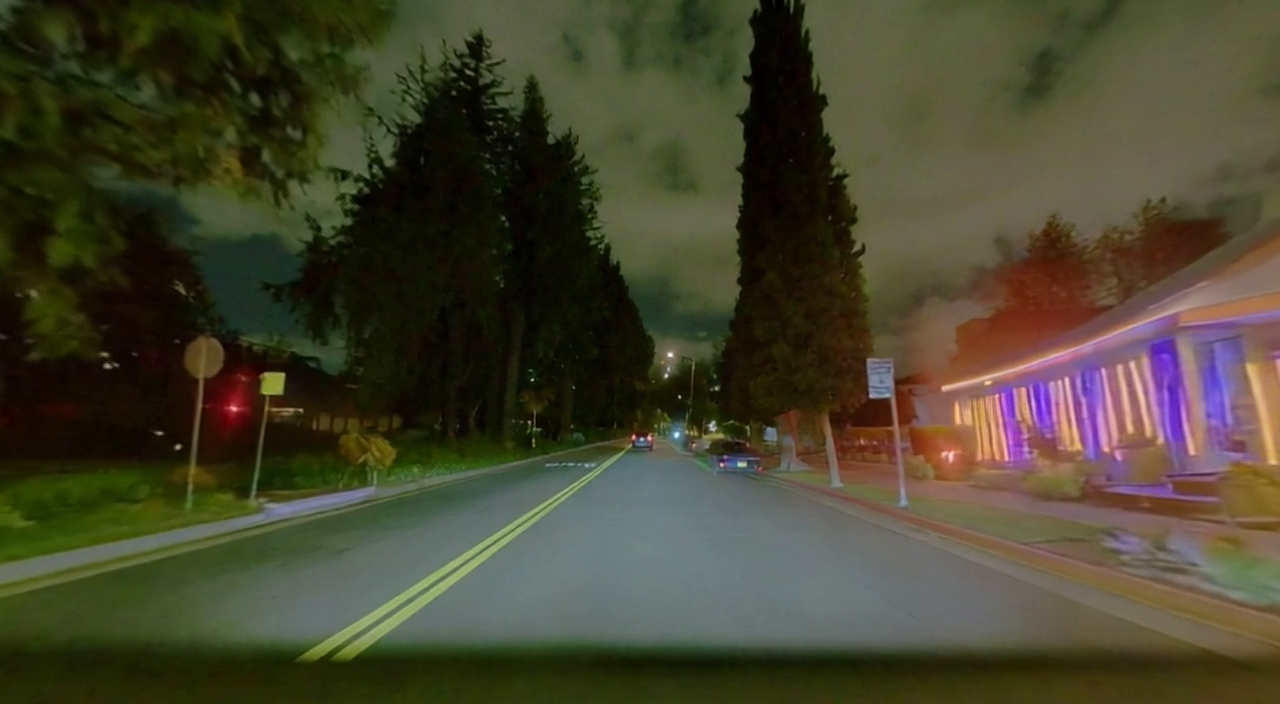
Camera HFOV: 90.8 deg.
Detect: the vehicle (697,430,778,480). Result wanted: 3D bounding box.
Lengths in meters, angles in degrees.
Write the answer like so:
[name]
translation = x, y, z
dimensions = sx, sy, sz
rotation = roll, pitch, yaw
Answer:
[vehicle]
translation = 3.180, 3.485, 21.537
dimensions = 2.152, 1.527, 4.010
rotation = 0, -8, 0
